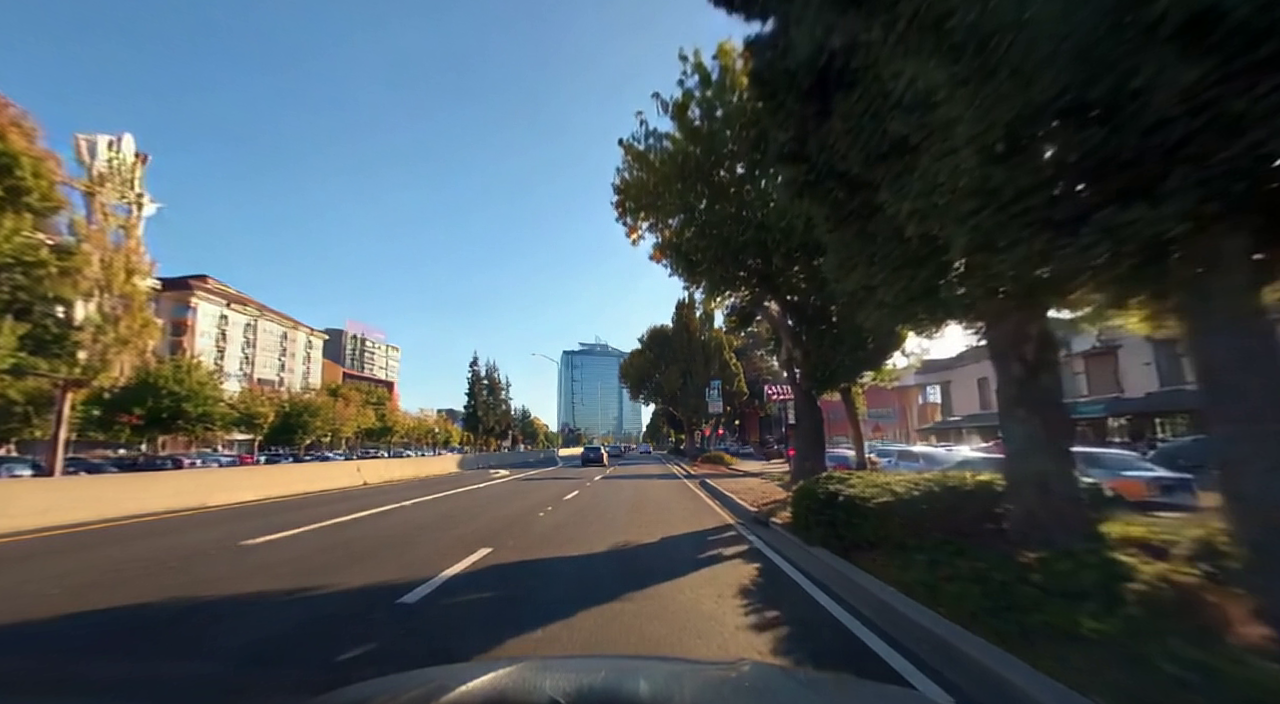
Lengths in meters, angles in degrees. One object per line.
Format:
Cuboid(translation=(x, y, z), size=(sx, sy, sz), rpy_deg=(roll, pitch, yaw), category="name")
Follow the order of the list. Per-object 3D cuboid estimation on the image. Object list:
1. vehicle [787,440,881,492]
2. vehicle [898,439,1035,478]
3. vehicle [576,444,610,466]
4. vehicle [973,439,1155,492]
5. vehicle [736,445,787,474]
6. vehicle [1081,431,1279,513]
Cuboid(translation=(6.658, 3.925, 22.116), size=(1.934, 1.641, 4.117), rpy_deg=(0, -8, 0), category="vehicle")
Cuboid(translation=(12.813, 4.187, 24.878), size=(4.357, 1.463, 1.915), rpy_deg=(1, -8, -4), category="vehicle")
Cuboid(translation=(-3.287, 7.286, 44.765), size=(2.005, 1.446, 4.265), rpy_deg=(0, -8, 0), category="vehicle")
Cuboid(translation=(12.667, 3.395, 19.053), size=(4.119, 1.501, 1.809), rpy_deg=(0, -8, 2), category="vehicle")
Cuboid(translation=(6.837, 6.049, 35.903), size=(1.869, 1.516, 4.767), rpy_deg=(0, -8, -1), category="vehicle")
Cuboid(translation=(12.730, 2.566, 13.804), size=(4.597, 1.643, 1.932), rpy_deg=(0, -7, 2), category="vehicle")
